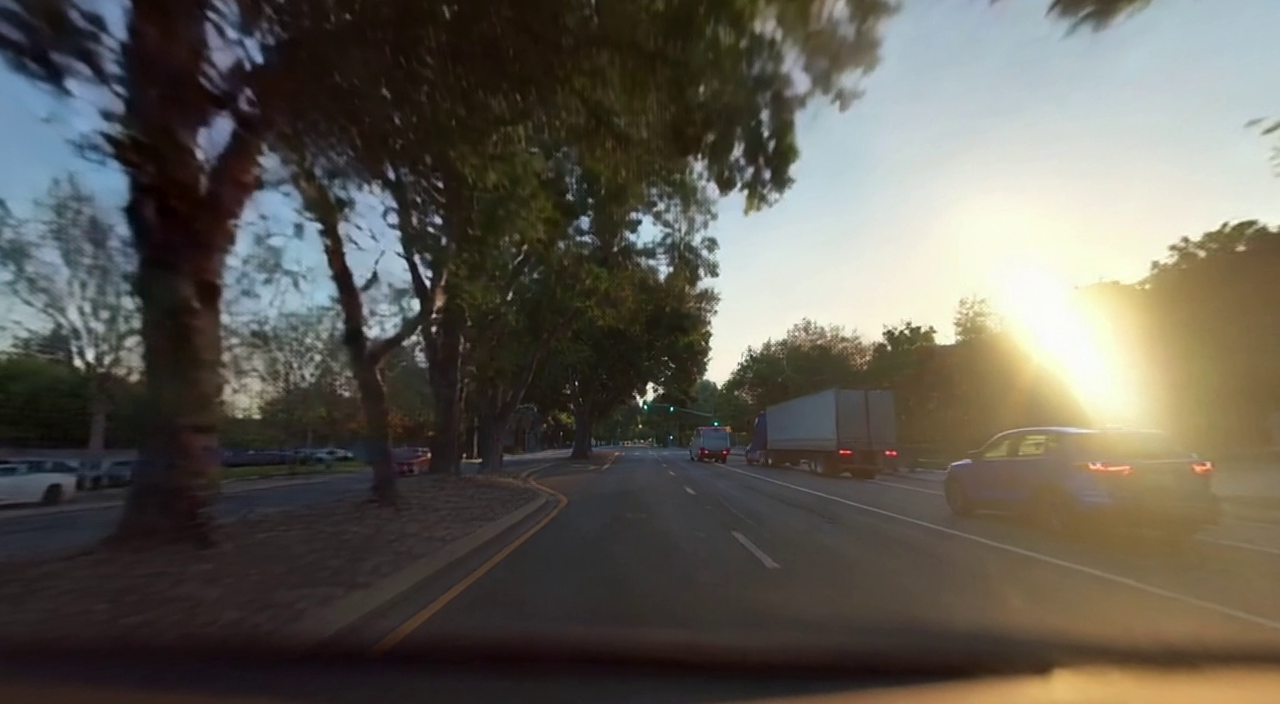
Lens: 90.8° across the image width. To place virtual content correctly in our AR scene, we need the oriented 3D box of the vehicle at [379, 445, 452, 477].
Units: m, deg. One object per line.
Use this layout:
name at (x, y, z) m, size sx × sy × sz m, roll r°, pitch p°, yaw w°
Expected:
vehicle at (-11.247, 5.487, 32.057) m, size 1.954 × 1.496 × 4.590 m, roll 0°, pitch -8°, yaw 1°

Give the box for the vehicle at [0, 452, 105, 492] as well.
vehicle at (-24.751, 4.819, 25.479) m, size 4.499 × 1.507 × 1.978 m, roll 0°, pitch -8°, yaw 0°

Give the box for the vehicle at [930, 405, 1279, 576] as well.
vehicle at (6.227, 1.773, 8.912) m, size 2.012 × 1.754 × 4.635 m, roll 0°, pitch -8°, yaw -1°

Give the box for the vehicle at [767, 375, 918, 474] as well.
vehicle at (10.310, 4.287, 35.420) m, size 2.975 × 4.201 × 17.050 m, roll 0°, pitch -8°, yaw 0°
